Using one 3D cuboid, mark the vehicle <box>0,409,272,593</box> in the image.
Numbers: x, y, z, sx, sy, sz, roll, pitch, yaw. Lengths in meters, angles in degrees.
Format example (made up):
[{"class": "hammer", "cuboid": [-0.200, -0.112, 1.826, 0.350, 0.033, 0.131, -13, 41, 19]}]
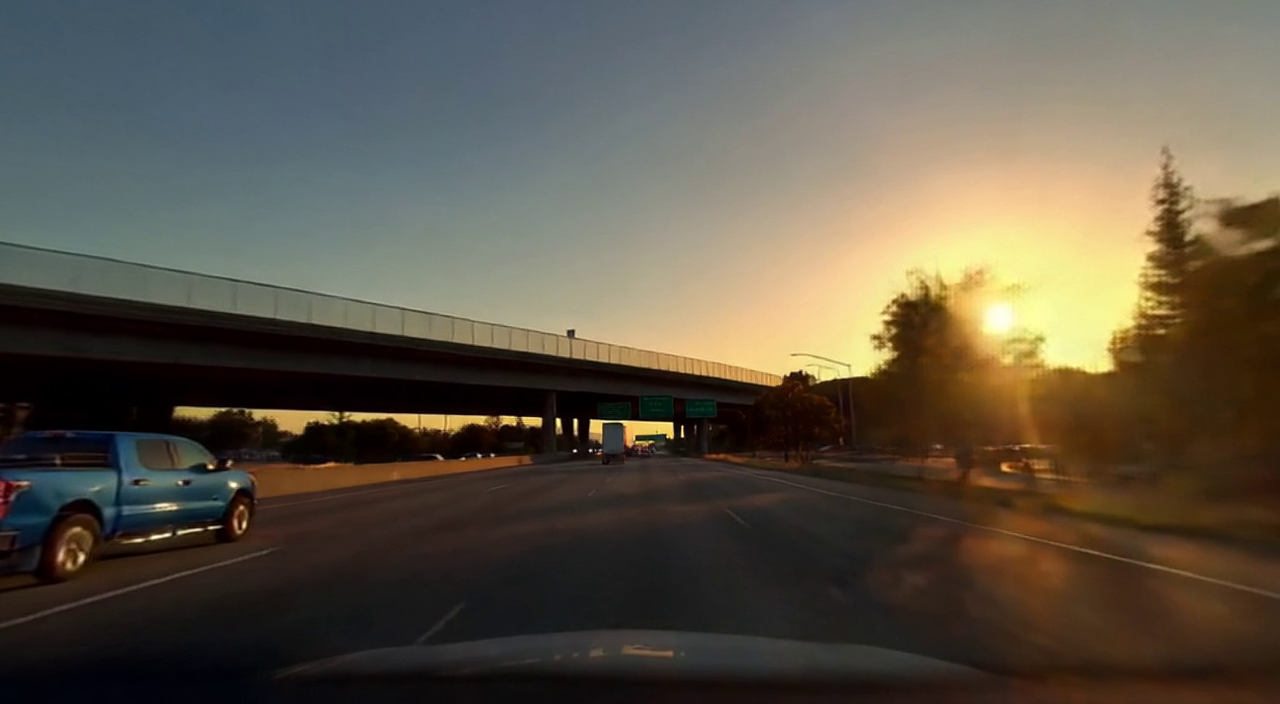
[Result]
[{"class": "vehicle", "cuboid": [-7.160, 1.707, 7.858, 2.168, 1.729, 4.724, 0, -9, 1]}]
